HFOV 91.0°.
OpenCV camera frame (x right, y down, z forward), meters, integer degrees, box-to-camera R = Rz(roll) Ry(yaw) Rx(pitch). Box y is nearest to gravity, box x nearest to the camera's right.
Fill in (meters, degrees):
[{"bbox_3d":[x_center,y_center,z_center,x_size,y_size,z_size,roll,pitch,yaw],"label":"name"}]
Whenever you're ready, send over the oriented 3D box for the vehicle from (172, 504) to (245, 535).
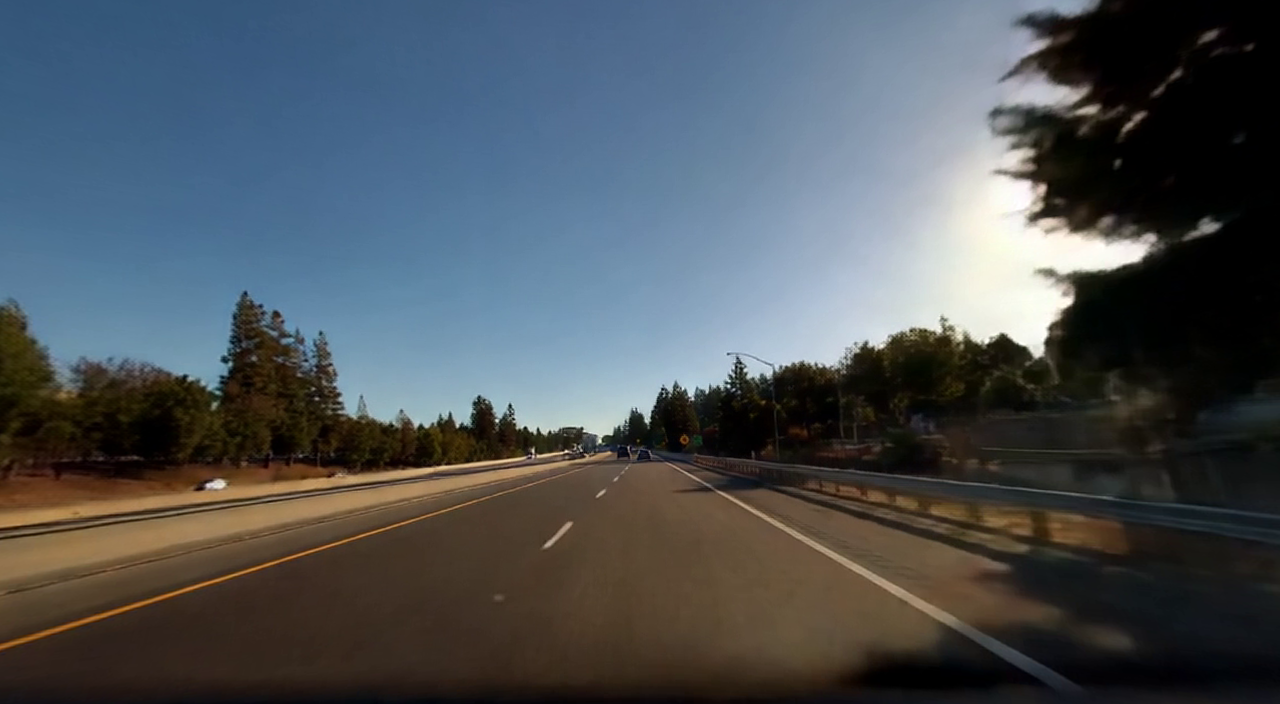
[{"bbox_3d":[-30.136,11.703,44.143,1.775,1.530,4.579,-1,-9,2],"label":"vehicle"}]
